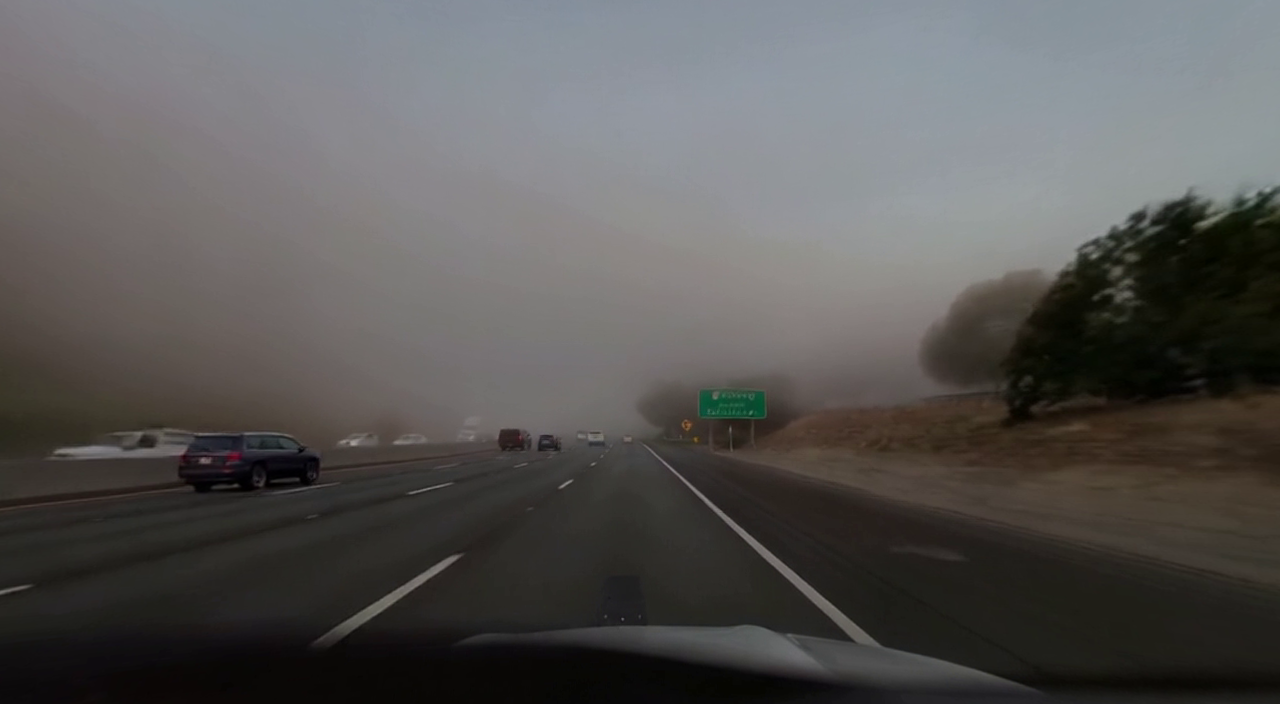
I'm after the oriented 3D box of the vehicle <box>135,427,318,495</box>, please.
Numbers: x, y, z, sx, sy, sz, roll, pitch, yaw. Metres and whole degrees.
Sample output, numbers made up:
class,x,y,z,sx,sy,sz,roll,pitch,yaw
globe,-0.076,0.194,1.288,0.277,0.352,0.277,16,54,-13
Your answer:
class,x,y,z,sx,sy,sz,roll,pitch,yaw
vehicle,-11.231,2.979,17.575,2.001,1.625,4.528,0,-8,0

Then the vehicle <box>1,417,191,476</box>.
class,x,y,z,sx,sy,sz,roll,pitch,yaw
vehicle,-18.427,3.240,21.709,2.086,1.767,4.966,0,-8,0
